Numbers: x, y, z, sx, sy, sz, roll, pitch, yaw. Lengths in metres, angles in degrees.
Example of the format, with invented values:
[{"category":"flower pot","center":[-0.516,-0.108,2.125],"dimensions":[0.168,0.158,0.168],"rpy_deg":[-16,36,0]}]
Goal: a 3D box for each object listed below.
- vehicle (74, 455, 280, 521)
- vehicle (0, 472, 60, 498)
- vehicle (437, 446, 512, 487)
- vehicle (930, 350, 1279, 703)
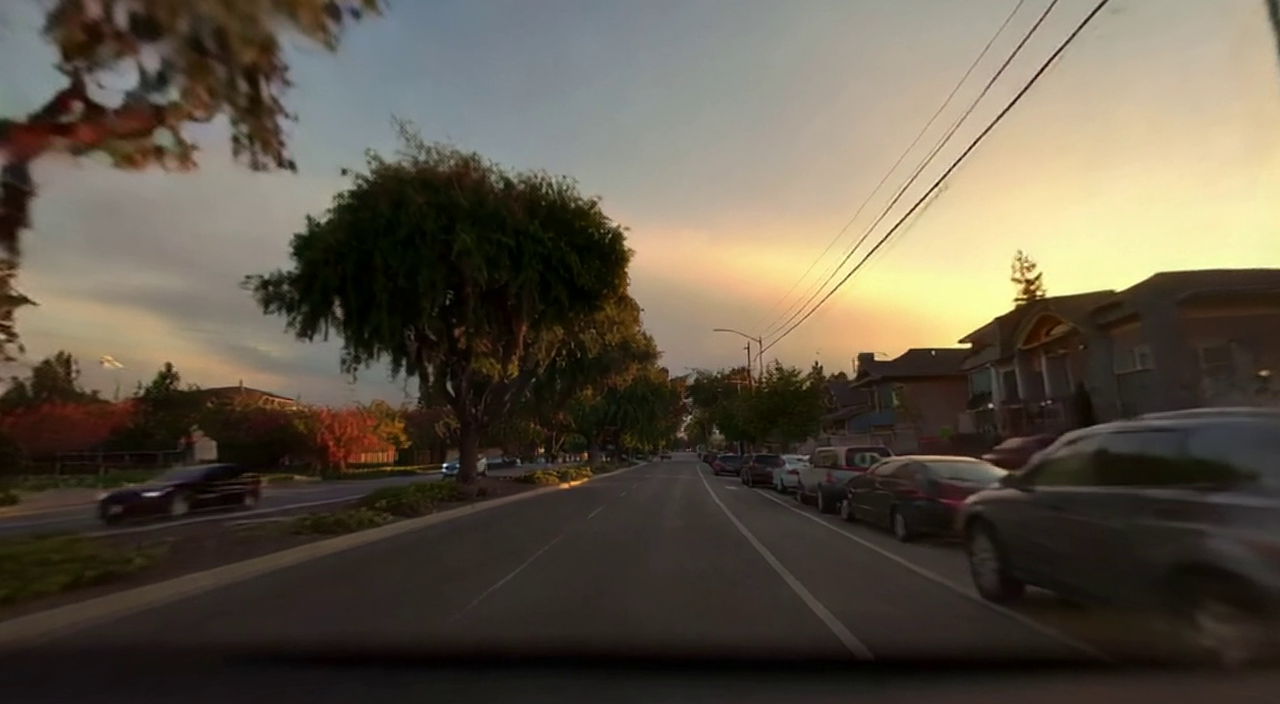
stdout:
[{"category":"vehicle","center":[-12.450,3.650,17.478],"dimensions":[1.999,1.467,4.618],"rpy_deg":[-1,-8,4]},{"category":"vehicle","center":[-43.058,9.172,43.648],"dimensions":[4.398,1.639,1.919],"rpy_deg":[-2,-8,11]},{"category":"vehicle","center":[-7.606,5.312,29.610],"dimensions":[2.331,1.696,4.861],"rpy_deg":[0,-8,-2]},{"category":"vehicle","center":[3.861,1.023,3.590],"dimensions":[2.166,1.798,5.256],"rpy_deg":[-1,-8,3]}]
